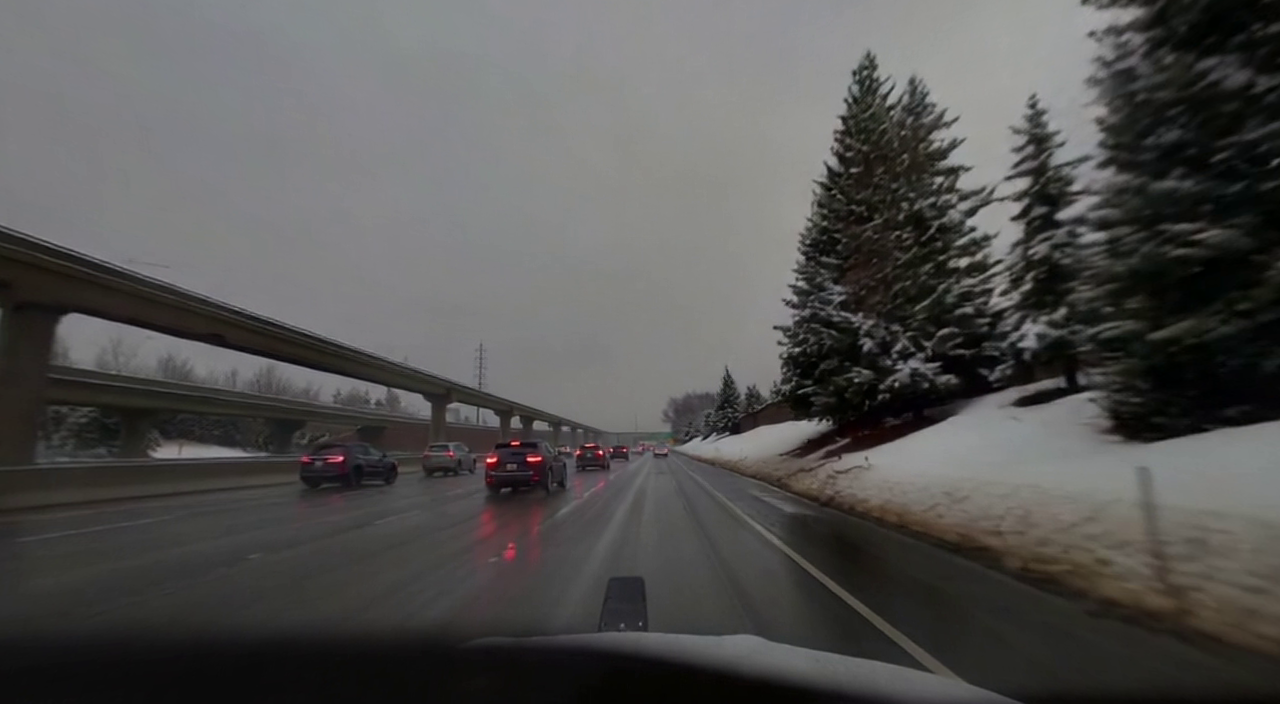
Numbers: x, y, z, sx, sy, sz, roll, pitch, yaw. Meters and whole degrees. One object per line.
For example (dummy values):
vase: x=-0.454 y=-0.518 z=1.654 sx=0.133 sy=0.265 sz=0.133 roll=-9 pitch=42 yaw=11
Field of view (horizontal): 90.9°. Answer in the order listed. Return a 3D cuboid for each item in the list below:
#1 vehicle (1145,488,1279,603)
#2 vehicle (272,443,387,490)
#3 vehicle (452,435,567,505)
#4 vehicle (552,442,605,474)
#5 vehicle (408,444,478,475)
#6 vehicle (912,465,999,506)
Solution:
vehicle: x=10.887 y=3.105 z=9.857 sx=1.962 sy=1.584 sz=4.807 roll=0 pitch=-8 yaw=0
vehicle: x=-10.773 y=3.976 z=22.247 sx=1.981 sy=1.484 sz=3.827 roll=0 pitch=-8 yaw=2
vehicle: x=-3.143 y=2.921 z=16.134 sx=1.939 sy=1.511 sz=4.246 roll=0 pitch=-8 yaw=2
vehicle: x=-2.939 y=5.169 z=31.157 sx=2.056 sy=1.449 sz=4.330 roll=0 pitch=-8 yaw=2
vehicle: x=-10.481 y=5.718 z=33.935 sx=1.978 sy=1.498 sz=4.940 roll=0 pitch=-8 yaw=3
vehicle: x=14.255 y=6.009 z=28.742 sx=1.853 sy=1.586 sz=3.727 roll=1 pitch=-8 yaw=-3
